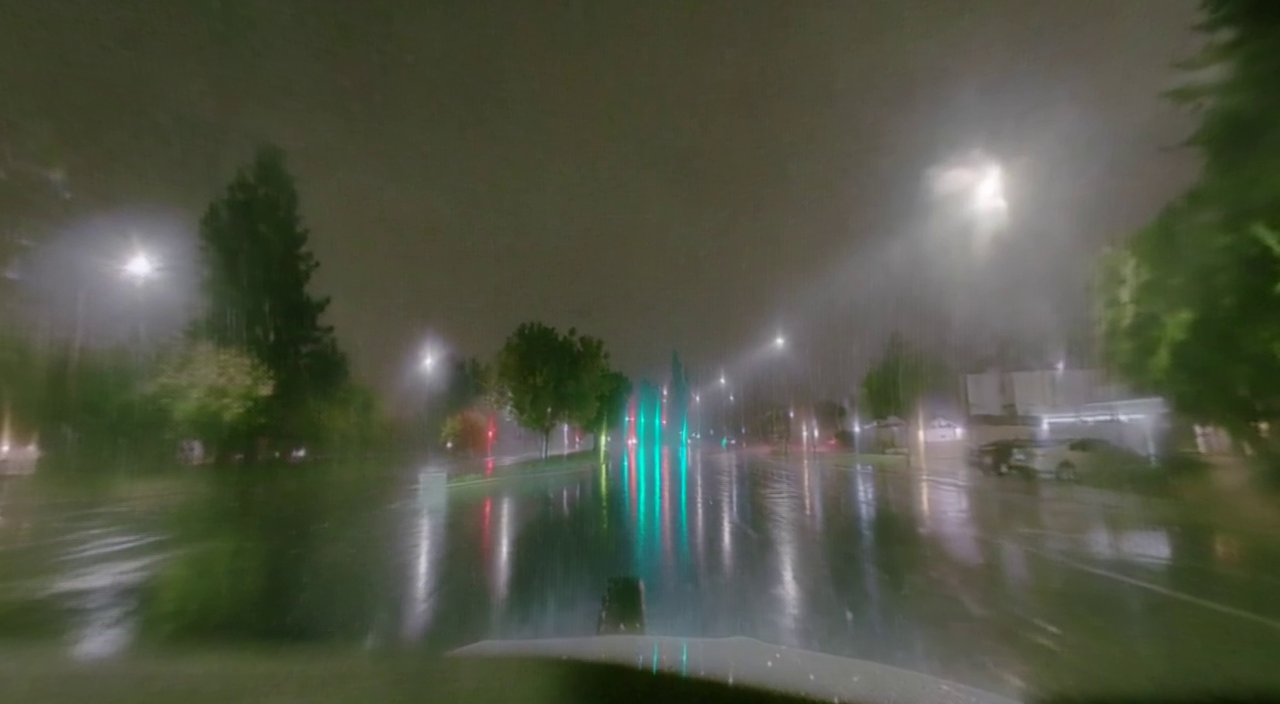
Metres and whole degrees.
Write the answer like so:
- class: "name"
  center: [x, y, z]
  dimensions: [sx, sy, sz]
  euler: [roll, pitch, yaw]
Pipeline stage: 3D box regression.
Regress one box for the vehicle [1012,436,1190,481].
- class: "vehicle"
  center: [15.818, 3.664, 21.880]
  dimensions: [4.592, 1.472, 2.009]
  euler: [0, -9, -1]
